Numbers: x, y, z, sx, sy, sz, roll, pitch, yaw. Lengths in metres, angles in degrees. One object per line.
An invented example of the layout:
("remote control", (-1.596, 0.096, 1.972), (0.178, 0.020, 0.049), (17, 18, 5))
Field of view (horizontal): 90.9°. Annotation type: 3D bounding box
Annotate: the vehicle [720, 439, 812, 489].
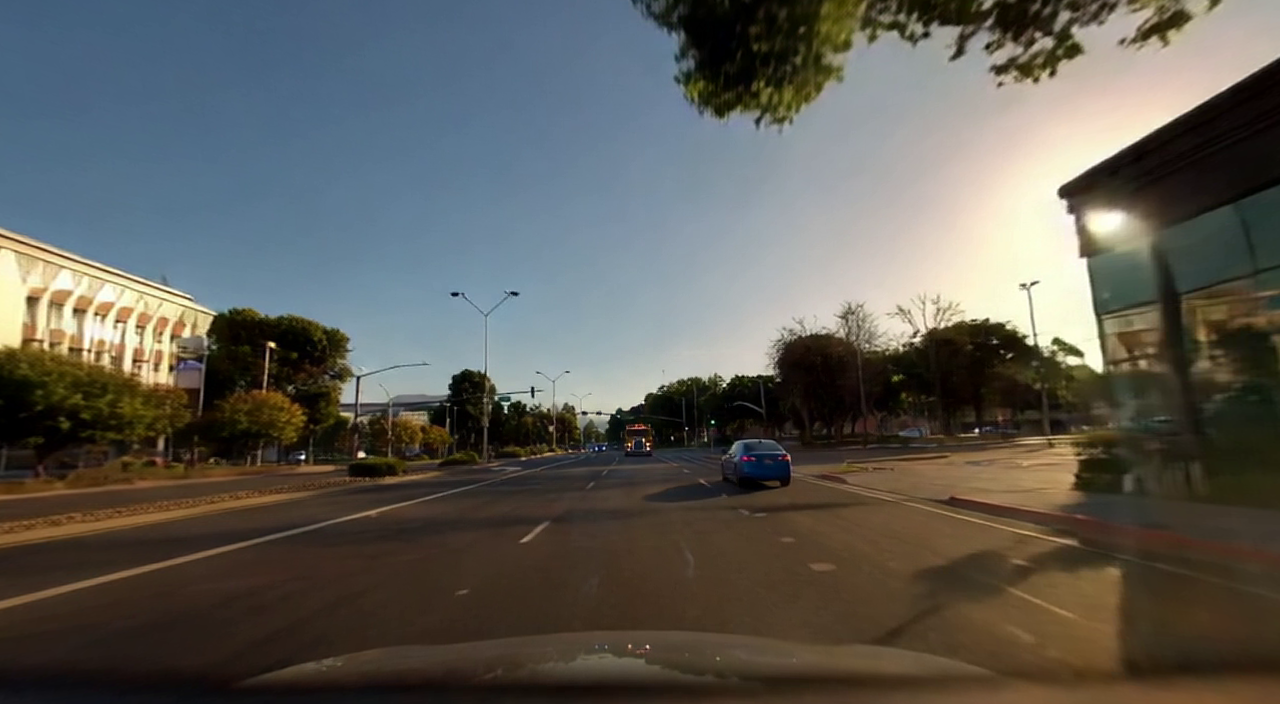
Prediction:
("vehicle", (4.013, 3.660, 20.968), (2.005, 1.442, 4.675), (0, -8, -1))
